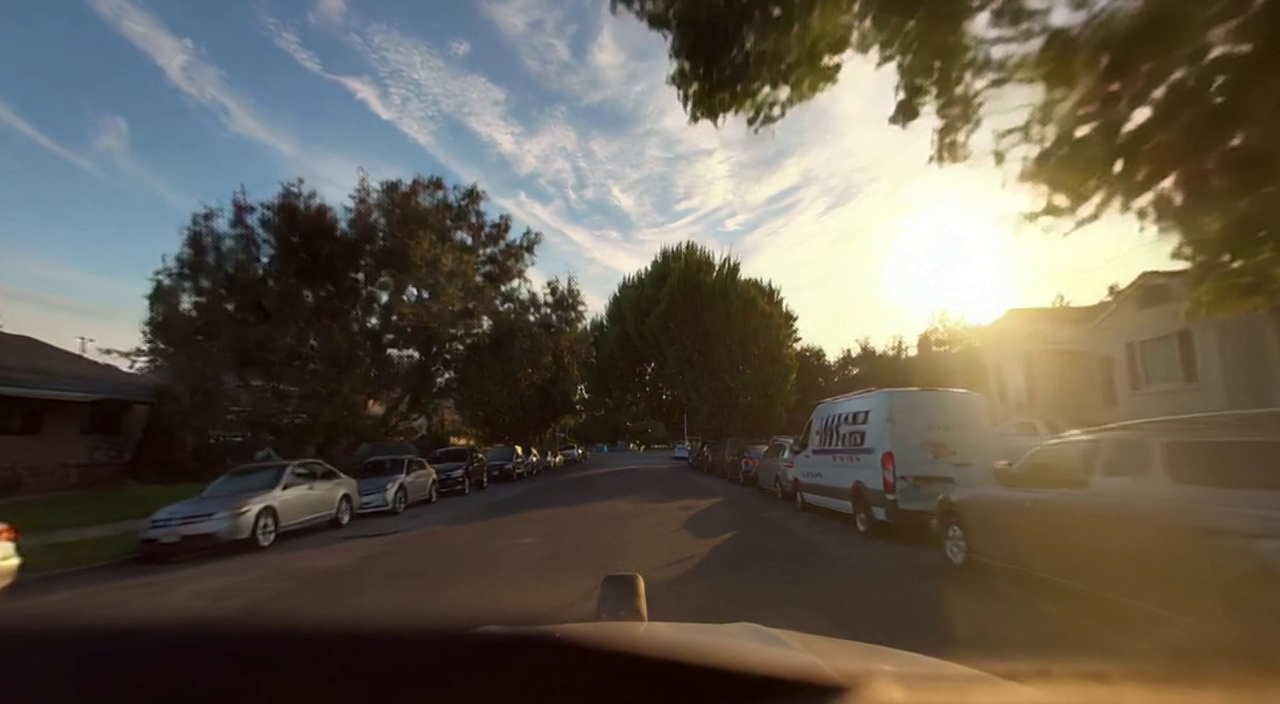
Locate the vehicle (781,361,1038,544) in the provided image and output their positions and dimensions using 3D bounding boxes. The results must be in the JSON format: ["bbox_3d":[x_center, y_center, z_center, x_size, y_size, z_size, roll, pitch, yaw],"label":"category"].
[{"bbox_3d":[4.582,1.892,12.163,2.178,2.656,5.712,0,-9,-2],"label":"vehicle"}]

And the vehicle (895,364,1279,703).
[{"bbox_3d":[4.324,1.258,5.264,1.907,1.768,6.059,0,-9,0],"label":"vehicle"}]

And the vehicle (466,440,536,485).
[{"bbox_3d":[-6.790,5.475,31.712,2.195,2.023,6.055,0,-9,-1],"label":"vehicle"}]

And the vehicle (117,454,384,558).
[{"bbox_3d":[-6.748,2.665,11.811,1.869,1.467,4.921,0,-9,0],"label":"vehicle"}]

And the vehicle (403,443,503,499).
[{"bbox_3d":[-6.828,4.380,23.806,2.162,1.846,5.426,0,-9,-1],"label":"vehicle"}]
